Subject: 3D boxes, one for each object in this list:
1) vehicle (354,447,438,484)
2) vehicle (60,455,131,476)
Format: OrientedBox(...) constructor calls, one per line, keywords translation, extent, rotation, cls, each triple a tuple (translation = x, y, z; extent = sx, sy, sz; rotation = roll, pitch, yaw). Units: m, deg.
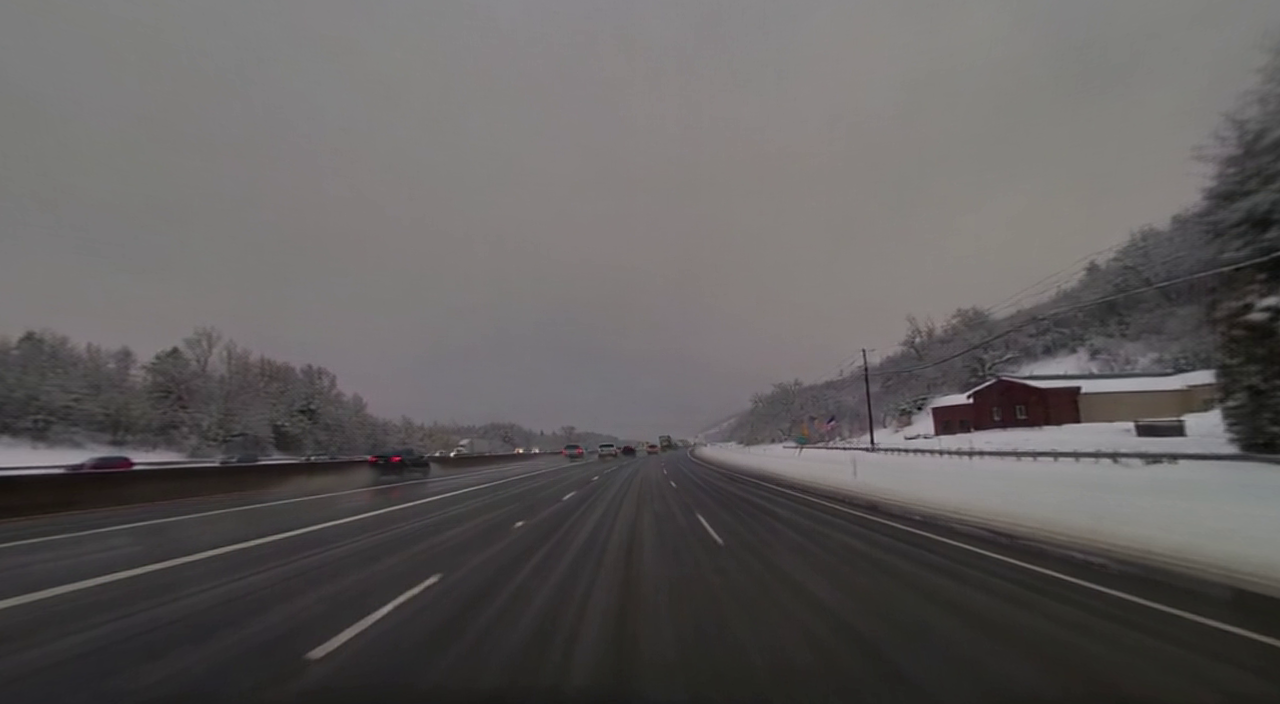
OrientedBox(translation=(-10.899, 5.079, 28.555), extent=(1.927, 1.454, 4.395), rotation=(-1, -8, 2), cls="vehicle")
OrientedBox(translation=(-41.825, 8.694, 48.540), extent=(1.707, 1.443, 4.149), rotation=(-1, -8, 1), cls="vehicle")
